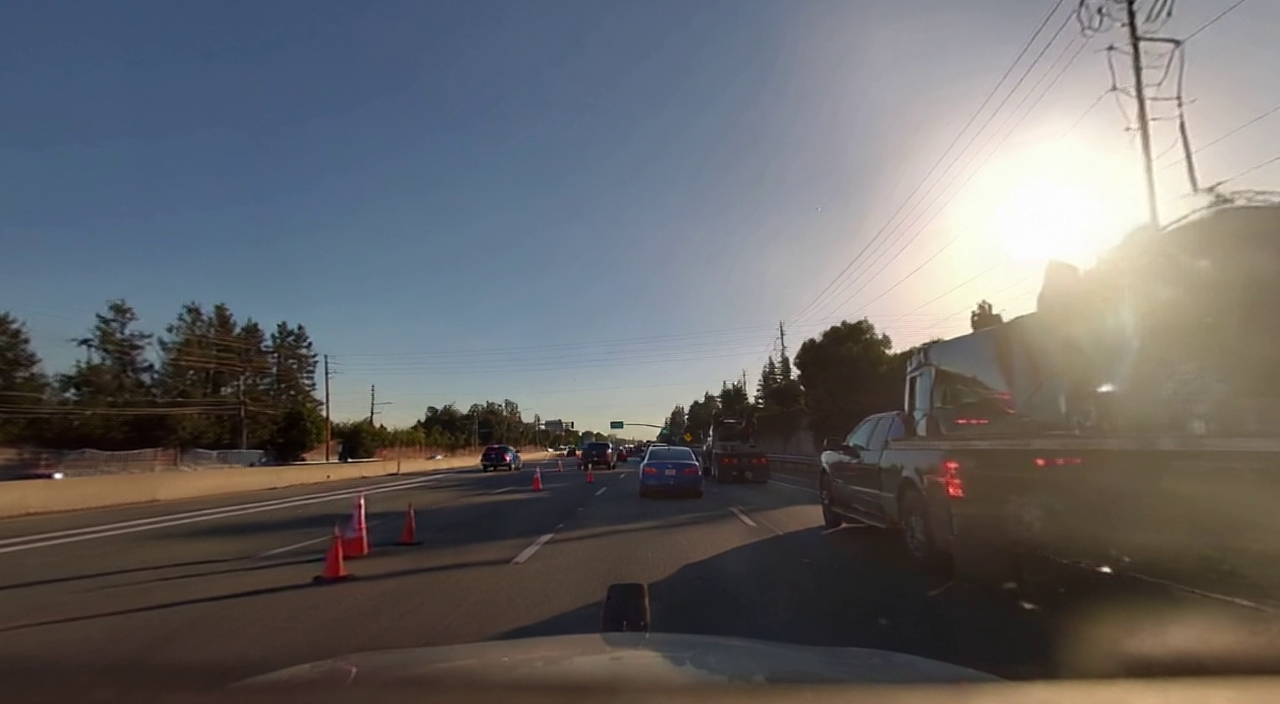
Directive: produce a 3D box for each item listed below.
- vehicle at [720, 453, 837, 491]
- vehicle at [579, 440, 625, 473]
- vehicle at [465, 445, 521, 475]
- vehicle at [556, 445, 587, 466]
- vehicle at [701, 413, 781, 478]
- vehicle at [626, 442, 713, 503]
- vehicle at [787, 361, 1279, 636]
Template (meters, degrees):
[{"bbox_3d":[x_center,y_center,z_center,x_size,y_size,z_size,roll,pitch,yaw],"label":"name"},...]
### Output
[{"bbox_3d":[5.030,4.569,24.536,2.554,1.217,7.611,0,-9,-2],"label":"vehicle"},{"bbox_3d":[-2.103,5.944,35.992,1.989,1.729,4.184,-1,-9,5],"label":"vehicle"},{"bbox_3d":[-7.909,5.843,34.494,2.018,1.490,4.926,0,-8,-2],"label":"vehicle"},{"bbox_3d":[-5.284,8.095,49.352,1.999,1.538,4.325,0,-9,-1],"label":"vehicle"},{"bbox_3d":[4.861,4.658,31.577,2.953,2.907,6.339,0,-8,0],"label":"vehicle"},{"bbox_3d":[0.742,3.248,17.485,2.128,1.473,4.272,0,-8,1],"label":"vehicle"},{"bbox_3d":[3.854,1.524,7.806,2.555,2.017,6.201,0,-9,0],"label":"vehicle"}]
